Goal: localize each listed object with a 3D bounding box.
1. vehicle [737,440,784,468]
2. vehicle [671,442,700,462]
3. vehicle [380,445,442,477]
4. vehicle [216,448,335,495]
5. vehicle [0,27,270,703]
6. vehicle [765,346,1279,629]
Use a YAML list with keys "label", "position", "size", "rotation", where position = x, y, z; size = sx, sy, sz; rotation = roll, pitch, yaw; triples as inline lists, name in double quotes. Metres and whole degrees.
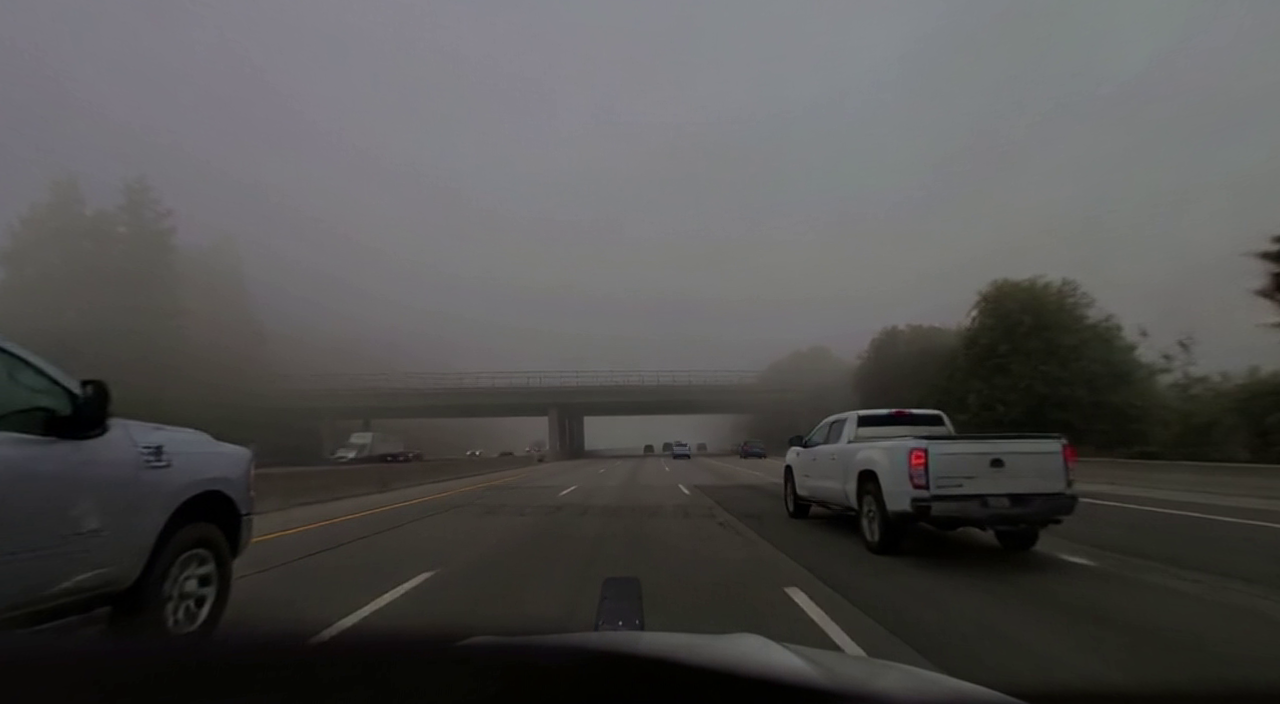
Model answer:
- label: "vehicle"
  position: [7.070, 6.053, 37.473]
  size: [1.989, 1.529, 4.375]
  rotation: [-1, -9, 0]
- label: "vehicle"
  position: [3.506, 7.796, 49.203]
  size: [1.981, 1.471, 4.342]
  rotation: [-1, -9, 1]
- label: "vehicle"
  position: [-17.553, 8.337, 48.779]
  size: [2.339, 1.879, 5.755]
  rotation: [-5, -6, 3]
- label: "vehicle"
  position: [-14.794, 4.845, 26.015]
  size: [1.964, 1.745, 4.574]
  rotation: [-1, -9, 3]
- label: "vehicle"
  position: [-3.381, -0.004, 0.584]
  size: [2.369, 2.682, 6.088]
  rotation: [0, -9, 0]
- label: "vehicle"
  position: [3.507, 1.407, 7.606]
  size: [2.693, 2.044, 5.882]
  rotation: [0, -9, -1]
